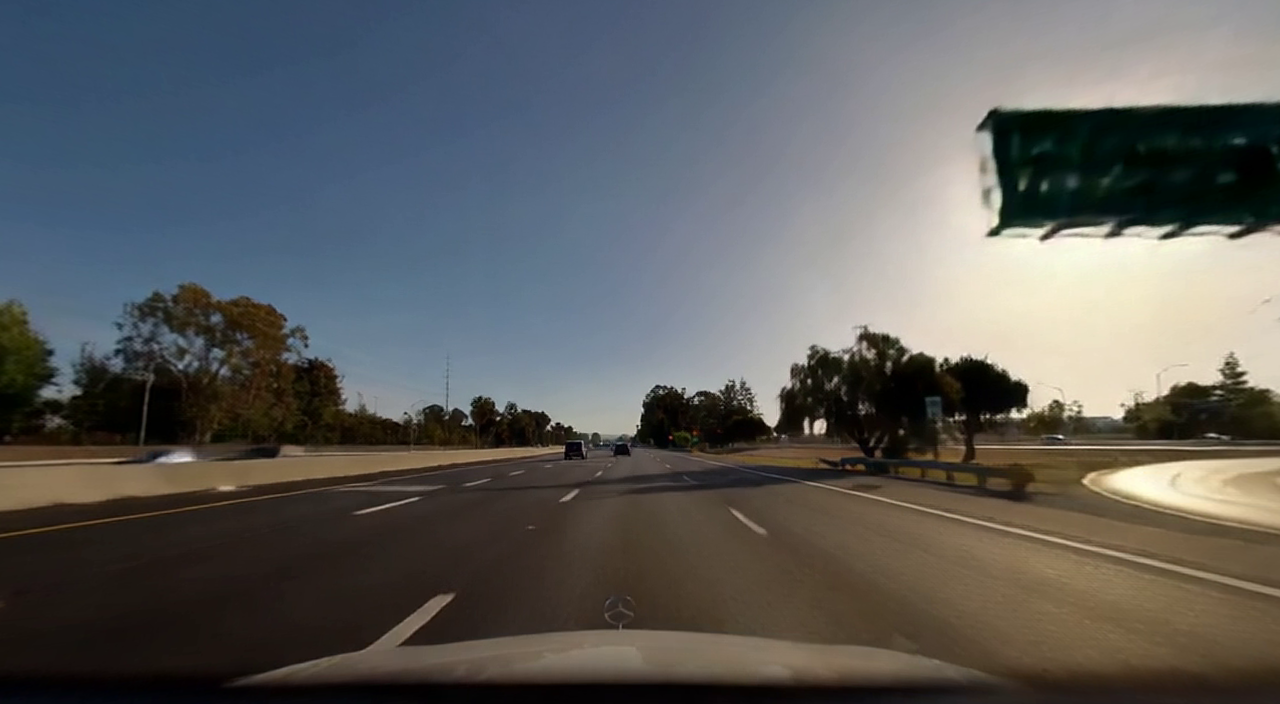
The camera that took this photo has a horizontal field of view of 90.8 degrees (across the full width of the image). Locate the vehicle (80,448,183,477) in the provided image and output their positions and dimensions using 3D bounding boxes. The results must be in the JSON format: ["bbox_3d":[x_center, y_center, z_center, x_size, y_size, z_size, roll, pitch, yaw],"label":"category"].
[{"bbox_3d":[-28.266,6.135,35.349,1.856,1.456,4.711,0,-8,0],"label":"vehicle"}]

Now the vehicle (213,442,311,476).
[{"bbox_3d":[-17.377,4.915,29.310,1.763,1.449,4.432,0,-8,0],"label":"vehicle"}]
